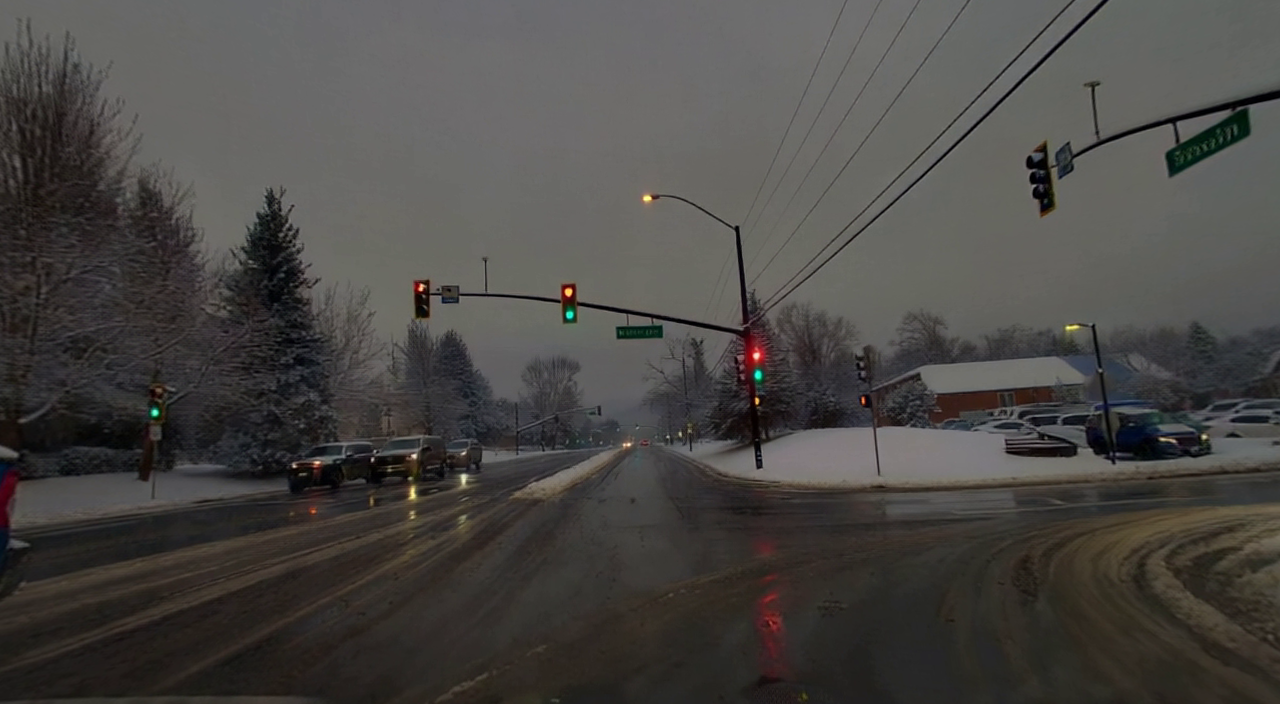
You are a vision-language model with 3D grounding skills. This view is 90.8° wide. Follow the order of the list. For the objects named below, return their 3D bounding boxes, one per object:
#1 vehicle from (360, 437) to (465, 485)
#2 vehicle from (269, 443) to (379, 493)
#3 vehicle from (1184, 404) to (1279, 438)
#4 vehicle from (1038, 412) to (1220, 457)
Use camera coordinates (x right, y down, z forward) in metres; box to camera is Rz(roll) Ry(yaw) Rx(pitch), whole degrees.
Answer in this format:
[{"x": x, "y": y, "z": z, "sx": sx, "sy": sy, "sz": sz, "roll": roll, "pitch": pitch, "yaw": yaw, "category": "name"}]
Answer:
[{"x": -10.187, "y": 4.921, "z": 28.943, "sx": 2.664, "sy": 1.940, "sz": 5.702, "roll": 0, "pitch": -9, "yaw": 0, "category": "vehicle"}, {"x": -13.814, "y": 5.069, "z": 28.036, "sx": 2.306, "sy": 1.957, "sz": 4.968, "roll": 0, "pitch": -9, "yaw": -1, "category": "vehicle"}, {"x": 34.801, "y": 4.020, "z": 36.663, "sx": 4.326, "sy": 1.511, "sz": 1.725, "roll": -8, "pitch": -9, "yaw": 16, "category": "vehicle"}, {"x": 16.906, "y": 2.913, "z": 22.135, "sx": 4.560, "sy": 1.453, "sz": 1.851, "roll": -3, "pitch": -9, "yaw": 18, "category": "vehicle"}]
